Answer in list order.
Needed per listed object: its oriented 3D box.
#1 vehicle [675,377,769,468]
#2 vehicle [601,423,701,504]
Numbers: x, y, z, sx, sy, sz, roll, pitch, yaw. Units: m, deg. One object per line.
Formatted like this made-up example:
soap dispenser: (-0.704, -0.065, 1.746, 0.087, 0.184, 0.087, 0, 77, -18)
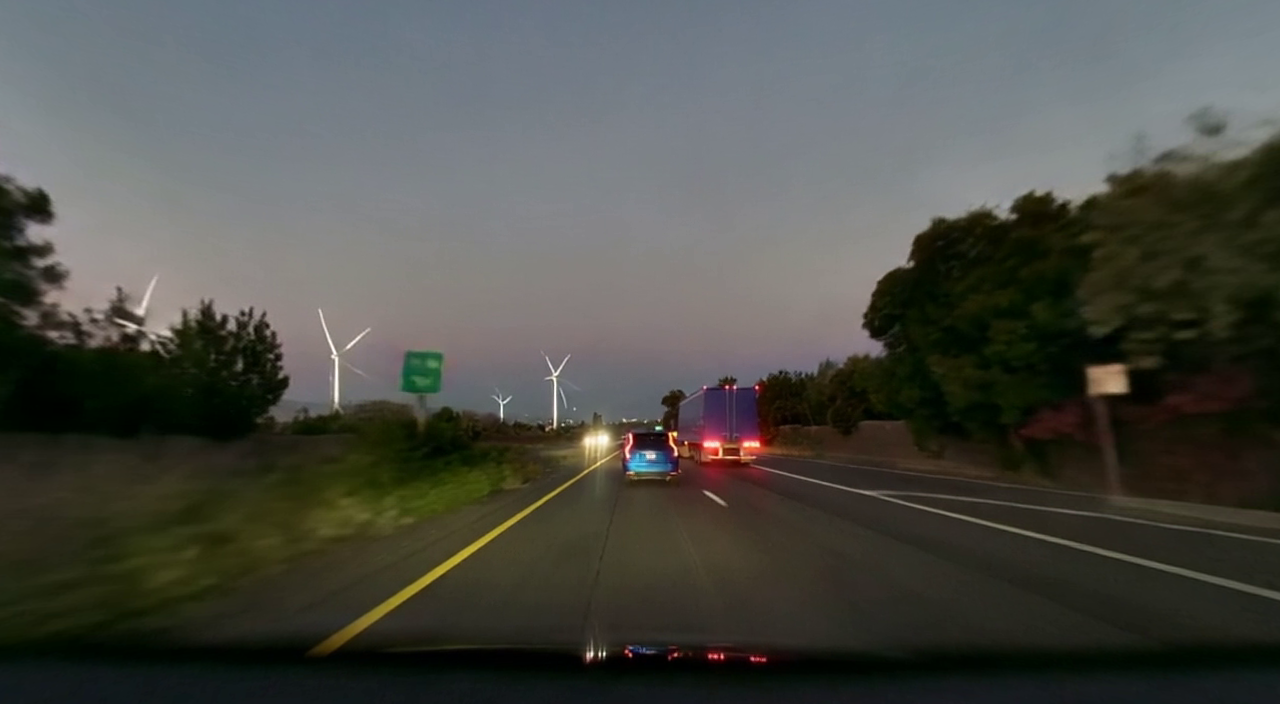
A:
vehicle: (4.108, 4.155, 35.884, 3.129, 4.126, 14.913, 0, -8, -1)
vehicle: (0.158, 2.561, 15.037, 2.038, 1.624, 4.312, 0, -8, -2)
